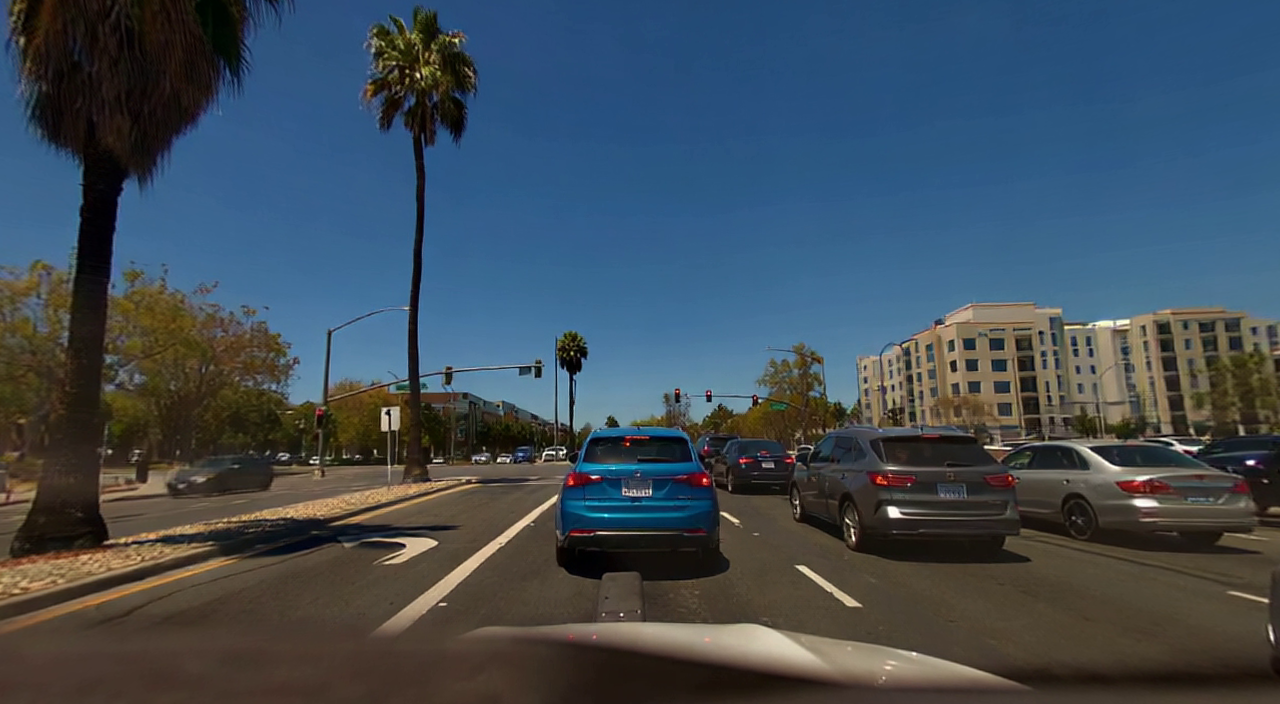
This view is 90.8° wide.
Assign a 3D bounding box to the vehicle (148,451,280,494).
[{"bbox_3d":[-16.193,4.588,24.382,2.021,1.464,4.505,0,-9,-2],"label":"vehicle"}]

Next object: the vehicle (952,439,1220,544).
[{"bbox_3d":[7.367,2.296,11.061,1.832,1.477,3.981,0,-9,2],"label":"vehicle"}]

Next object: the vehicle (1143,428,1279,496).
[{"bbox_3d":[18.056,3.201,18.493,4.786,1.848,2.107,0,-9,-1],"label":"vehicle"}]

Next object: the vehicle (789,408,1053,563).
[{"bbox_3d":[3.663,1.818,9.253,1.947,1.725,4.159,0,-9,0],"label":"vehicle"}]

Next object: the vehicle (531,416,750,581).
[{"bbox_3d":[0.001,1.710,8.123,2.083,1.572,4.021,0,-9,0],"label":"vehicle"}]
